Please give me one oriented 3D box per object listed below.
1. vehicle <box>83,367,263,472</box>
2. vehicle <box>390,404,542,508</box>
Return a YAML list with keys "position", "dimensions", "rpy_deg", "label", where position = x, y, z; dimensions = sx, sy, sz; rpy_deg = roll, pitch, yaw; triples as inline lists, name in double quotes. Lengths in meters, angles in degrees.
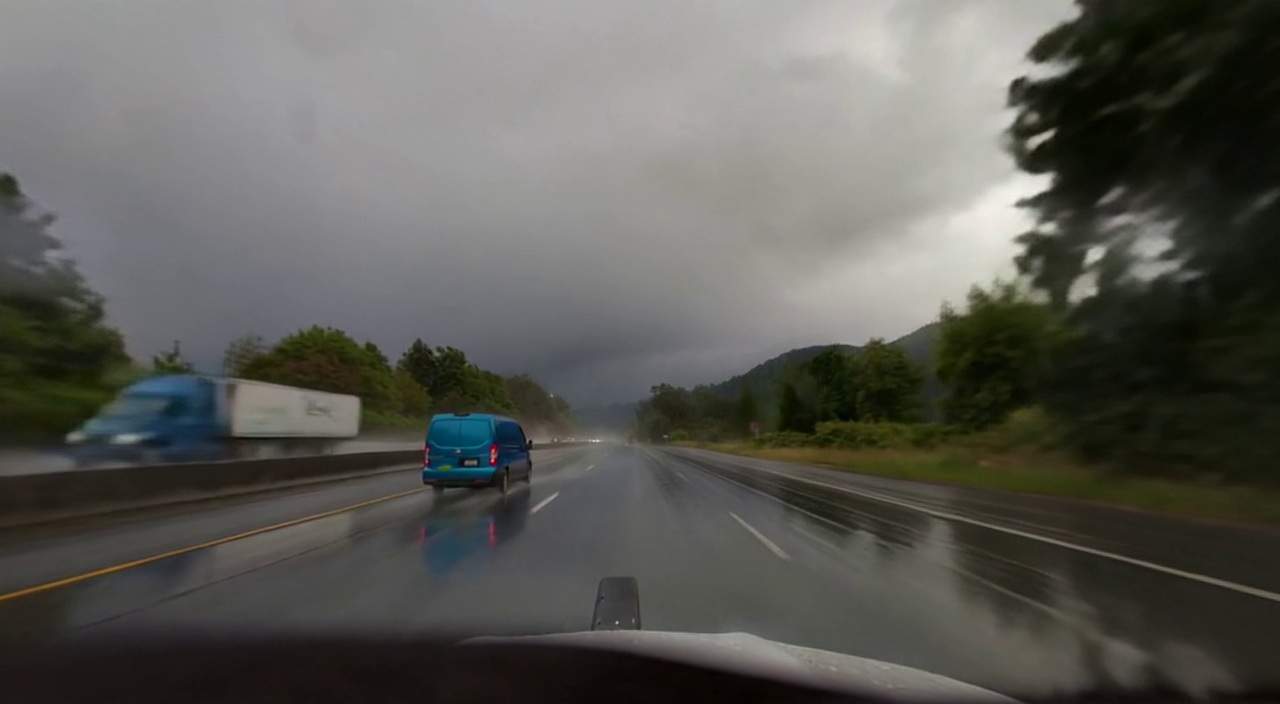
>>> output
- position: [-19.955, 3.010, 27.532]
  dimensions: [3.062, 4.064, 6.154]
  rpy_deg: [0, -7, -1]
  label: "vehicle"
- position: [-3.781, 2.349, 14.744]
  dimensions: [2.297, 2.011, 4.736]
  rpy_deg: [0, -8, -2]
  label: "vehicle"
